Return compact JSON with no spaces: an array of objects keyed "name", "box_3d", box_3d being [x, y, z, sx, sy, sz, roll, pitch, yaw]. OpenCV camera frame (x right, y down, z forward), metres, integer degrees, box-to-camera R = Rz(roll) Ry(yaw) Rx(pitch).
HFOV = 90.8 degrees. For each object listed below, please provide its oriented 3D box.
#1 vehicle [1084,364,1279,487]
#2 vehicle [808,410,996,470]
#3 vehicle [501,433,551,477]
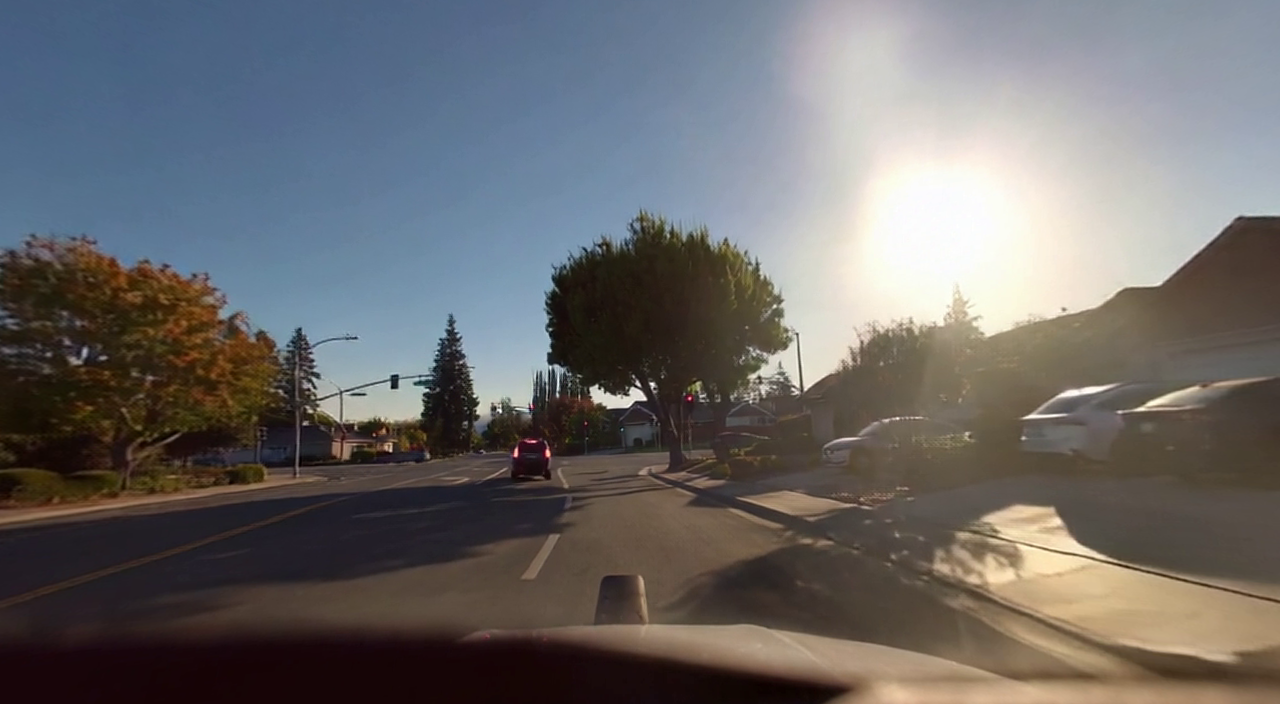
[{"name":"vehicle","box_3d":[9.405,1.109,9.336,4.231,1.592,1.953,0,-9,-4]},{"name":"vehicle","box_3d":[7.605,2.598,18.616,4.663,1.618,1.962,1,-9,-7]},{"name":"vehicle","box_3d":[-5.171,4.726,29.282,2.041,1.834,4.679,1,-9,-8]}]
